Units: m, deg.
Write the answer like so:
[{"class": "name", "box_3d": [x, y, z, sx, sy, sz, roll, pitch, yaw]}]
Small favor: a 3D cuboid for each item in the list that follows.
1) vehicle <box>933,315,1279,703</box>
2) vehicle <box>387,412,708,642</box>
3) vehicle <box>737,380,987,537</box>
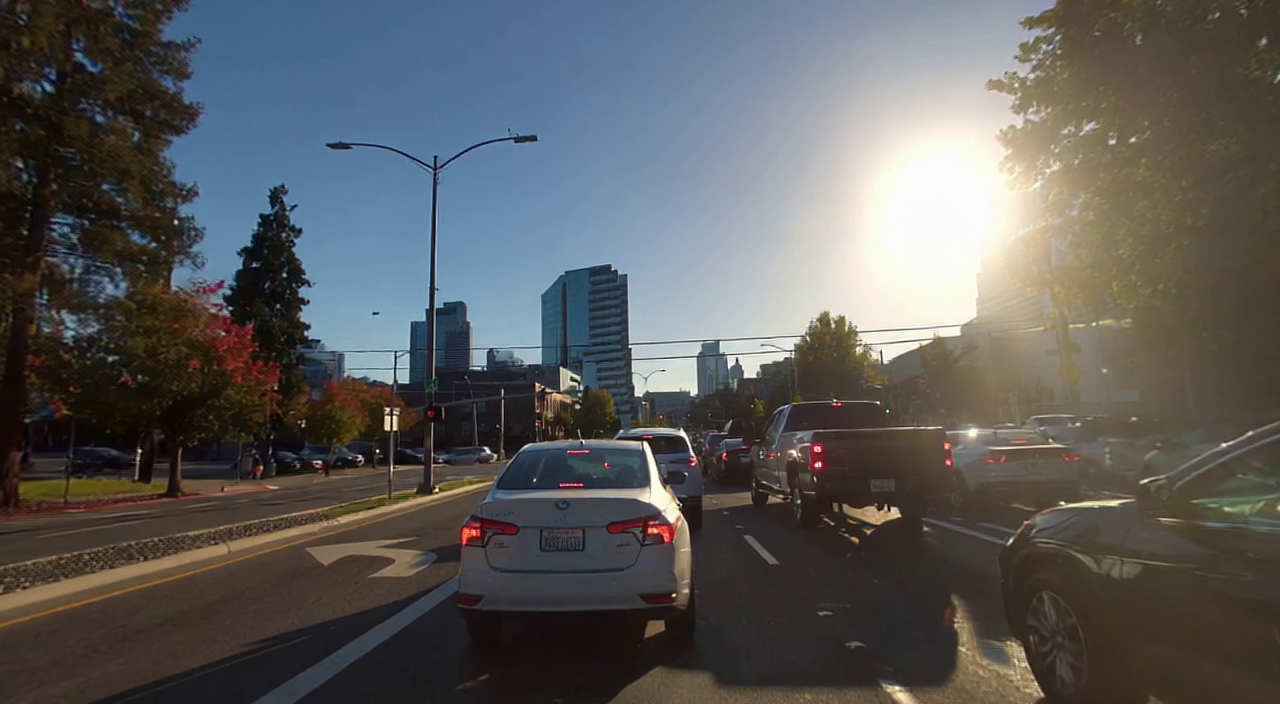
[{"class": "vehicle", "box_3d": [3.161, 0.763, 2.204, 2.024, 1.723, 4.714, 0, -9, 1]}, {"class": "vehicle", "box_3d": [-0.571, 1.501, 6.440, 2.172, 1.536, 4.250, 0, -9, 2]}, {"class": "vehicle", "box_3d": [3.542, 1.919, 11.753, 2.497, 2.186, 5.890, 0, -9, 0]}]
